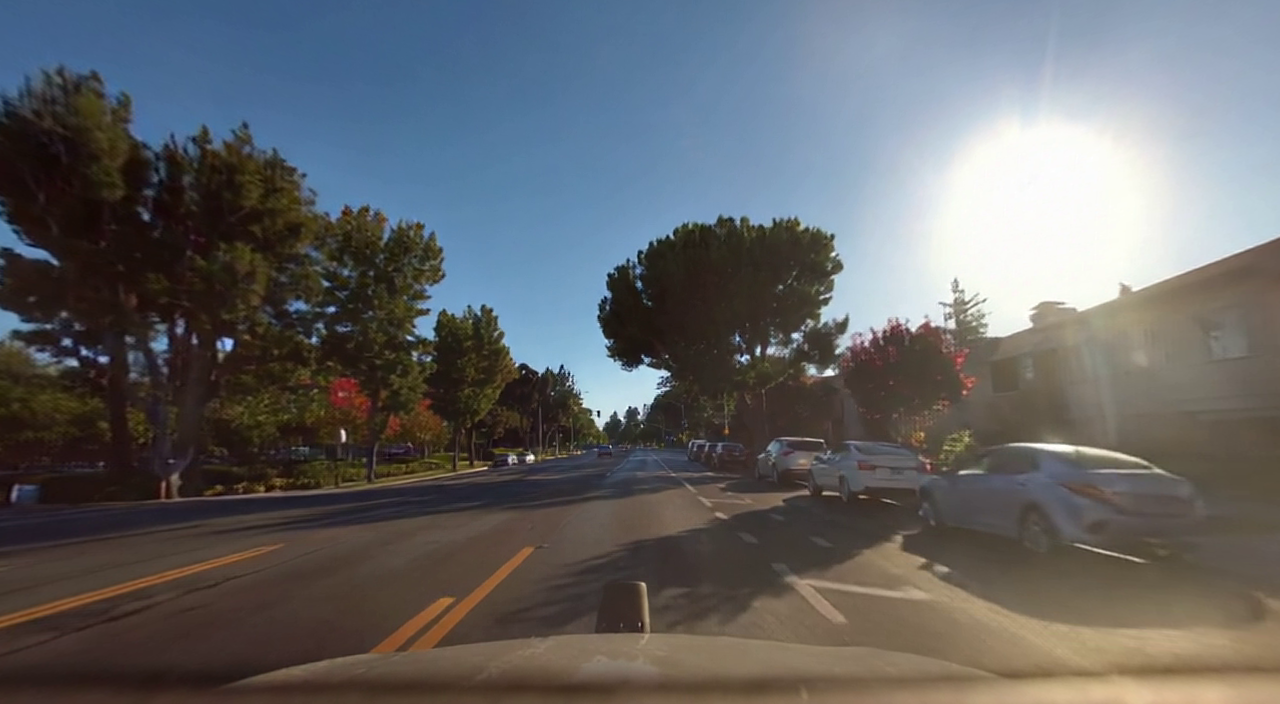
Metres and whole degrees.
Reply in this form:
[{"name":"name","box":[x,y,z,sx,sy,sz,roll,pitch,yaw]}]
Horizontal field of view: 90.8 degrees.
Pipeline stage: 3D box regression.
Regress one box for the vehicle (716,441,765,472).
[{"name":"vehicle","box":[5.325,5.571,33.903,1.837,1.532,3.886,0,-8,-2]}]

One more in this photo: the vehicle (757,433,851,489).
[{"name":"vehicle","box":[5.385,3.625,21.329,1.990,1.694,4.179,0,-8,-1]}]

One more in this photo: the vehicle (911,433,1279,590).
[{"name":"vehicle","box":[5.381,1.809,8.103,1.901,1.443,4.319,0,-8,0]}]

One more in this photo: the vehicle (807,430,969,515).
[{"name":"vehicle","box":[5.449,2.733,14.601,1.974,1.548,4.160,-3,-9,0]}]
